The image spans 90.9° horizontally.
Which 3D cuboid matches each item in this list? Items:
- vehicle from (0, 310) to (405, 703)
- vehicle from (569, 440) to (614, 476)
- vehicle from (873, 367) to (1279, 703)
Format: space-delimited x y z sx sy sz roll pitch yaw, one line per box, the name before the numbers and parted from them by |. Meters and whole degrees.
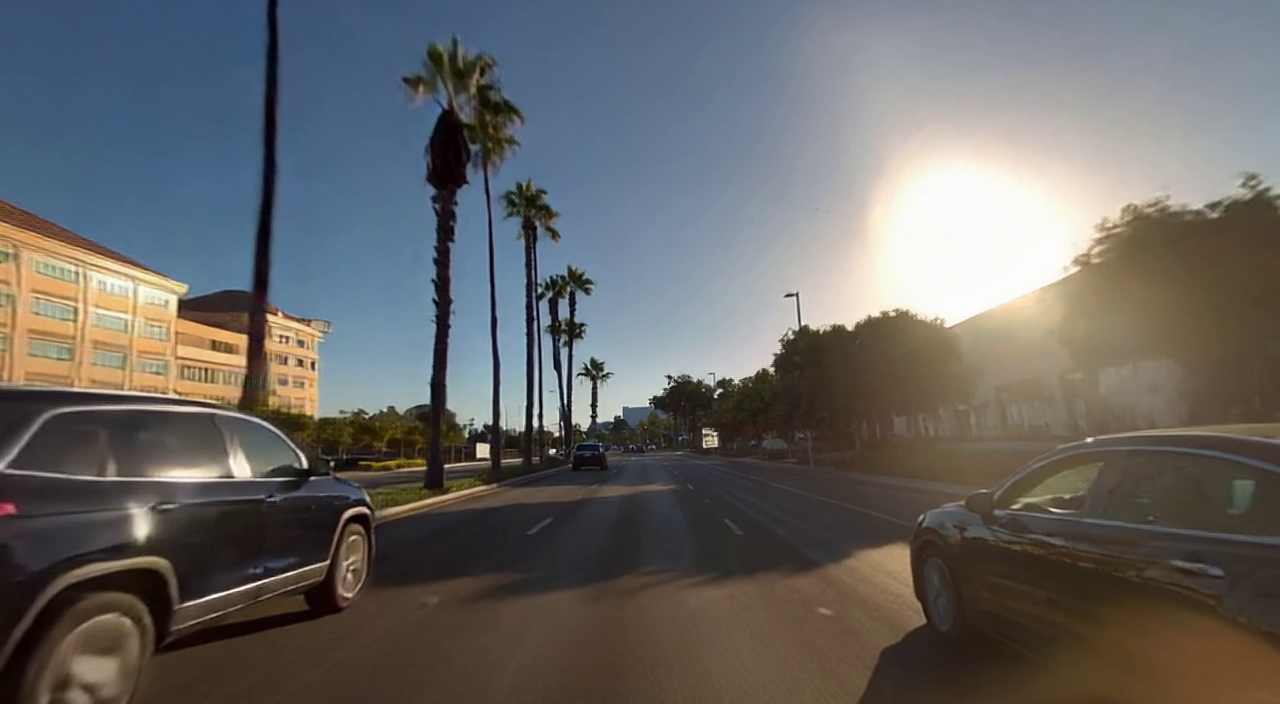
vehicle | -3.241 0.985 3.632 2.058 1.804 4.391 0 -8 0
vehicle | -2.480 5.573 33.282 1.998 1.743 4.402 0 -8 1
vehicle | 2.848 0.973 2.962 1.946 1.513 4.133 0 -8 1
